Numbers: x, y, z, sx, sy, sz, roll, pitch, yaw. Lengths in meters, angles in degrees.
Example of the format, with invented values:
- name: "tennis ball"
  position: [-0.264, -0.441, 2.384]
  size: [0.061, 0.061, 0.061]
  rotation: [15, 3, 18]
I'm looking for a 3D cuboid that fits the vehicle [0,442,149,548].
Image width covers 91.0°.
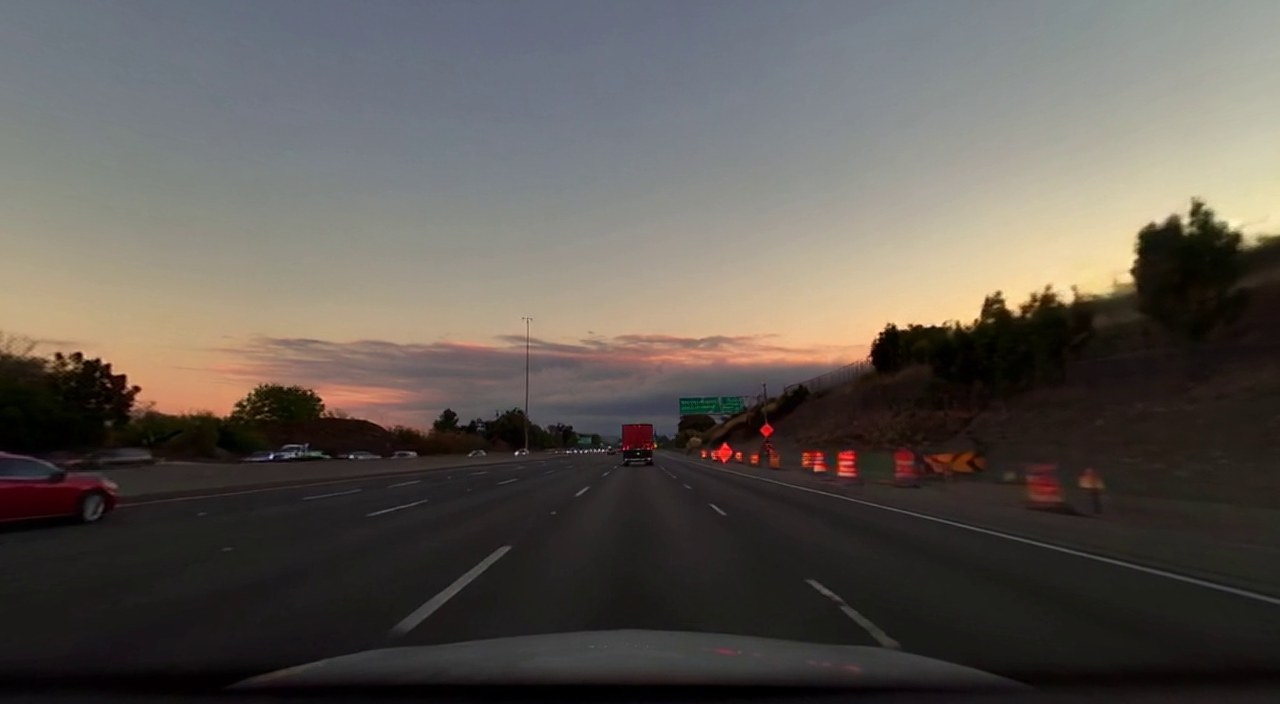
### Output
- name: "vehicle"
  position: [-10.396, 2.122, 9.411]
  size: [2.096, 1.538, 4.998]
  rotation: [0, -9, 0]
